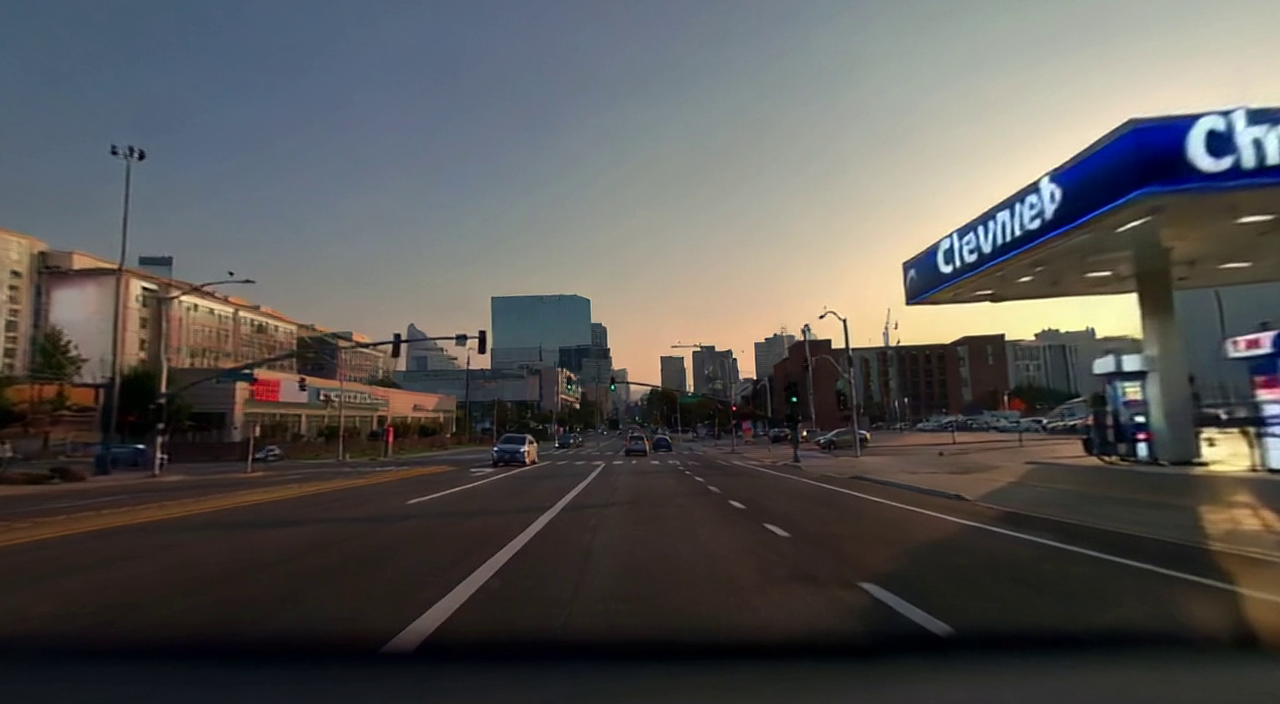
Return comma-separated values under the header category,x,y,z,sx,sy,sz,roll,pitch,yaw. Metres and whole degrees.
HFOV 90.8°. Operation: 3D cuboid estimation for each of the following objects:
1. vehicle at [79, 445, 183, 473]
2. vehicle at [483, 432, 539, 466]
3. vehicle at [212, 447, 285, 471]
category,x,y,z,sx,sy,sz,roll,pitch,yaw
vehicle,-34.268,7.208,42.654,5.040,1.826,2.155,0,-8,-2
vehicle,-6.889,5.237,34.279,2.074,1.692,4.333,0,-8,1
vehicle,-25.168,6.817,40.570,4.444,1.457,1.927,-5,-10,29
